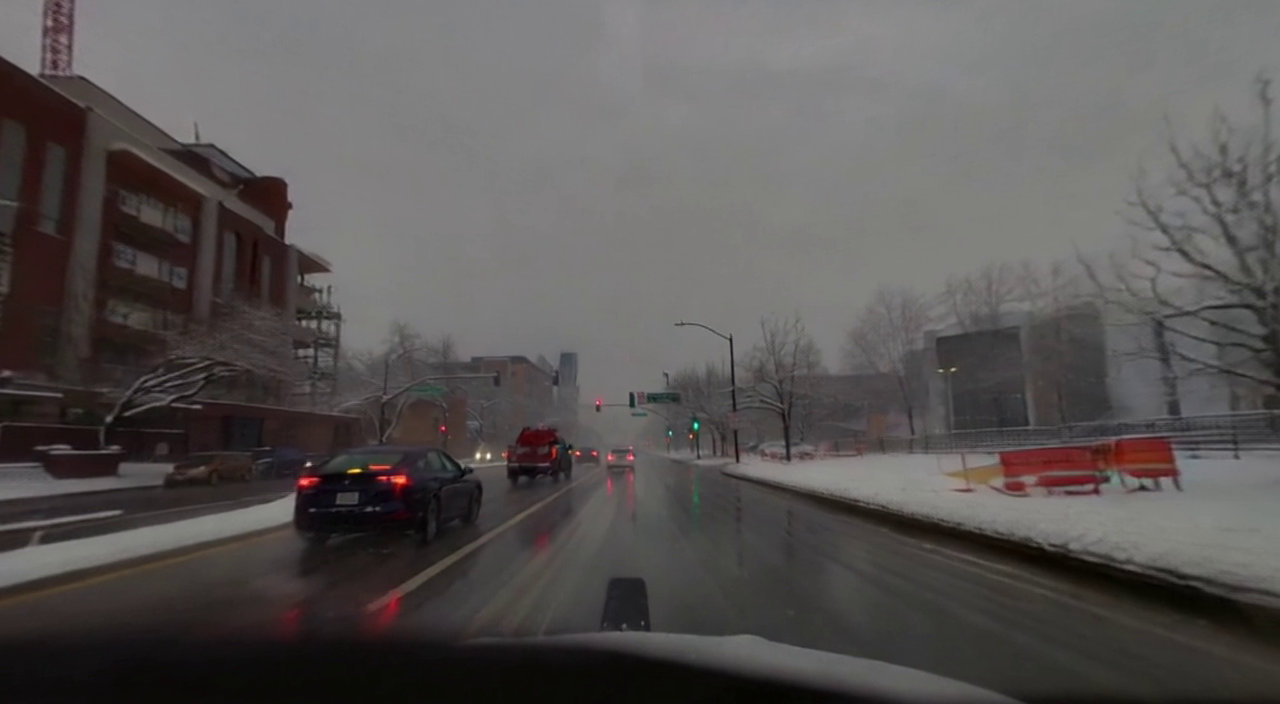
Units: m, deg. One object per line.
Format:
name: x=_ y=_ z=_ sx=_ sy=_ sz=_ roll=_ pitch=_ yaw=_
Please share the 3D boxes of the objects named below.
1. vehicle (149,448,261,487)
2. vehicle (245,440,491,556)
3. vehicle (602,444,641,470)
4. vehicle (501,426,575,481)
vehicle: x=-19.884 y=5.261 z=29.084 sx=2.029 sy=1.637 sz=4.338 roll=0 pitch=-8 yaw=0
vehicle: x=-3.892 y=2.149 z=10.093 sx=1.959 sy=1.406 sz=4.527 roll=0 pitch=-8 yaw=-1
vehicle: x=-1.083 y=6.242 z=37.673 sx=2.171 sy=1.422 sz=4.146 roll=0 pitch=-8 yaw=-1
vehicle: x=-4.098 y=4.167 z=26.114 sx=2.240 sy=2.054 sz=4.662 roll=0 pitch=-8 yaw=1
